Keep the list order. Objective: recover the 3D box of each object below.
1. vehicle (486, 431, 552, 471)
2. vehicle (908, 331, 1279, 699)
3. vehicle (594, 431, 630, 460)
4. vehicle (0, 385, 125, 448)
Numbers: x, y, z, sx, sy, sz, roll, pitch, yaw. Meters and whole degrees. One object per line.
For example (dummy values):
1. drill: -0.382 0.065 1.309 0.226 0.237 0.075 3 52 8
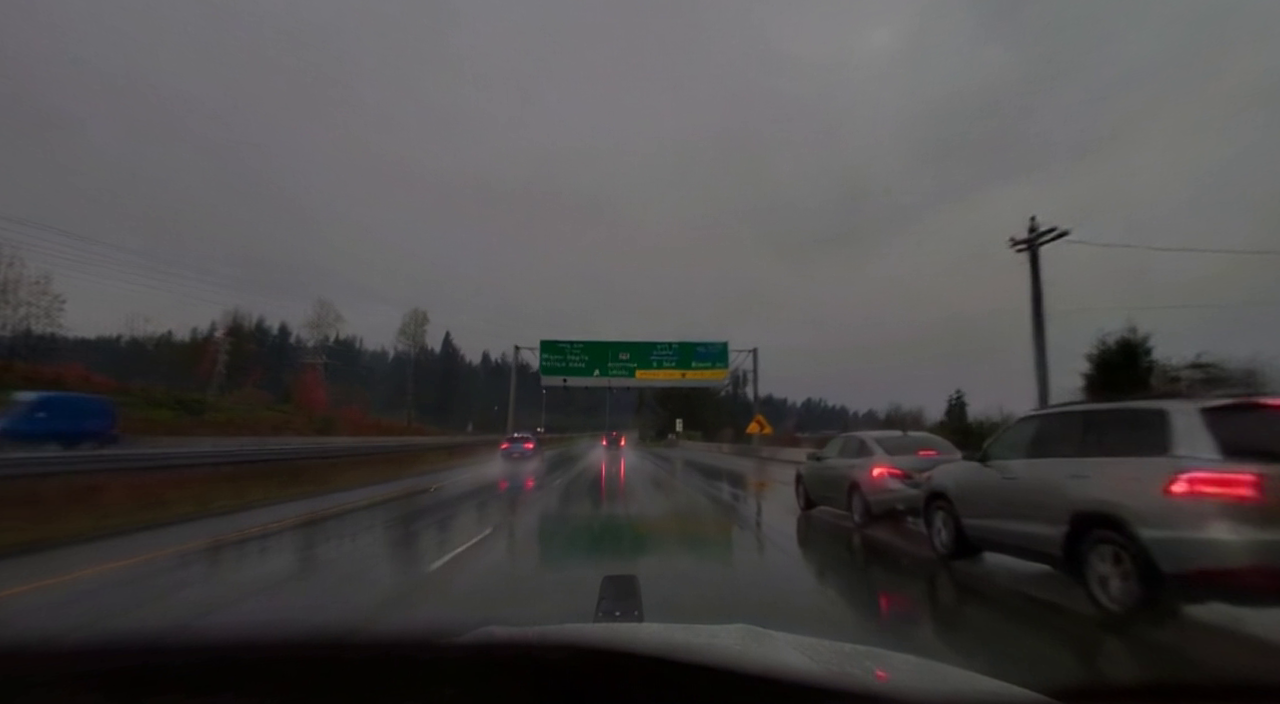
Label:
1. vehicle: -5.066 4.196 26.999 2.100 1.590 4.077 0 -8 -1
2. vehicle: 3.923 1.051 5.012 1.976 1.905 3.263 0 -8 -3
3. vehicle: -1.748 5.886 39.893 2.159 1.690 3.720 0 -8 -2
4. vehicle: -27.675 3.076 28.966 2.473 2.571 6.567 0 -8 -2
